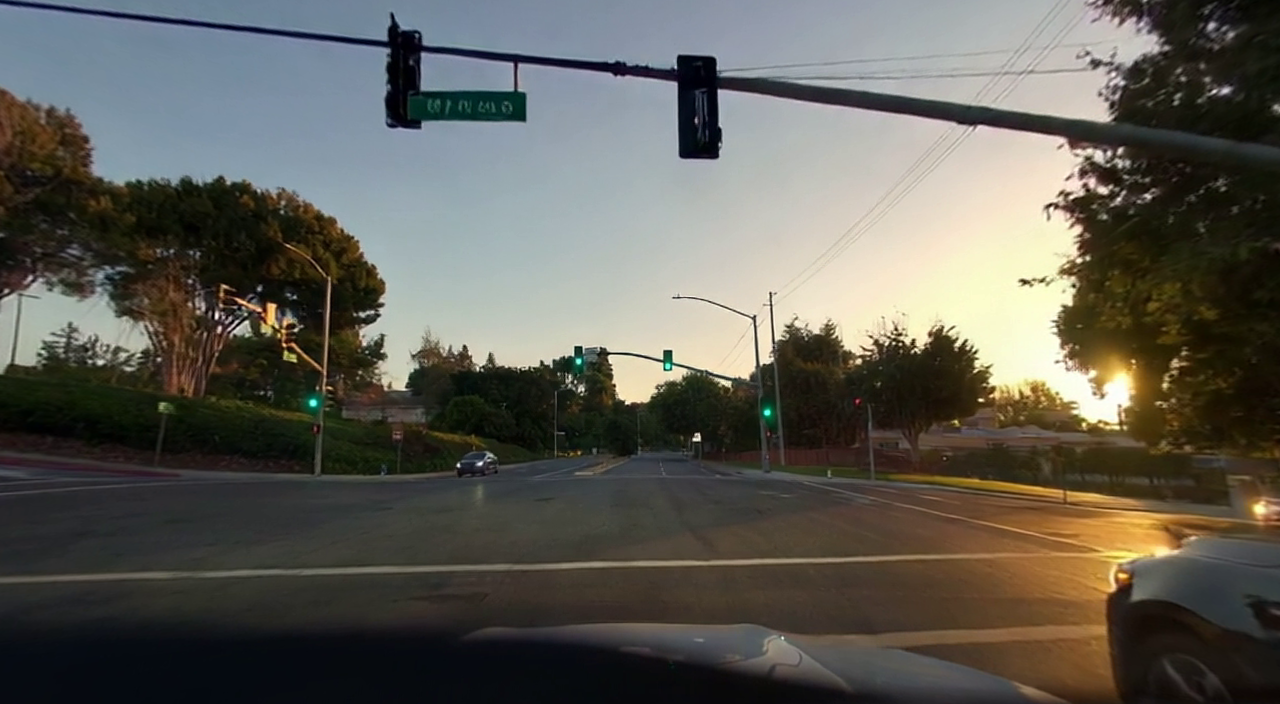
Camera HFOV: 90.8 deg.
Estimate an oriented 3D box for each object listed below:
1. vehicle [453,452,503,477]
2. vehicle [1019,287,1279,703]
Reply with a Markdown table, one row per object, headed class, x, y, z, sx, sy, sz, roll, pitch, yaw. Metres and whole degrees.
| class | x | y | z | sx | sy | sz | roll | pitch | yaw |
| --- | --- | --- | --- | --- | --- | --- | --- | --- | --- |
| vehicle | -10.361 | 7.182 | 40.701 | 1.983 | 1.482 | 4.190 | -1 | -9 | 2 |
| vehicle | 3.267 | 0.553 | 1.039 | 2.256 | 1.856 | 4.840 | 0 | -9 | 0 |
